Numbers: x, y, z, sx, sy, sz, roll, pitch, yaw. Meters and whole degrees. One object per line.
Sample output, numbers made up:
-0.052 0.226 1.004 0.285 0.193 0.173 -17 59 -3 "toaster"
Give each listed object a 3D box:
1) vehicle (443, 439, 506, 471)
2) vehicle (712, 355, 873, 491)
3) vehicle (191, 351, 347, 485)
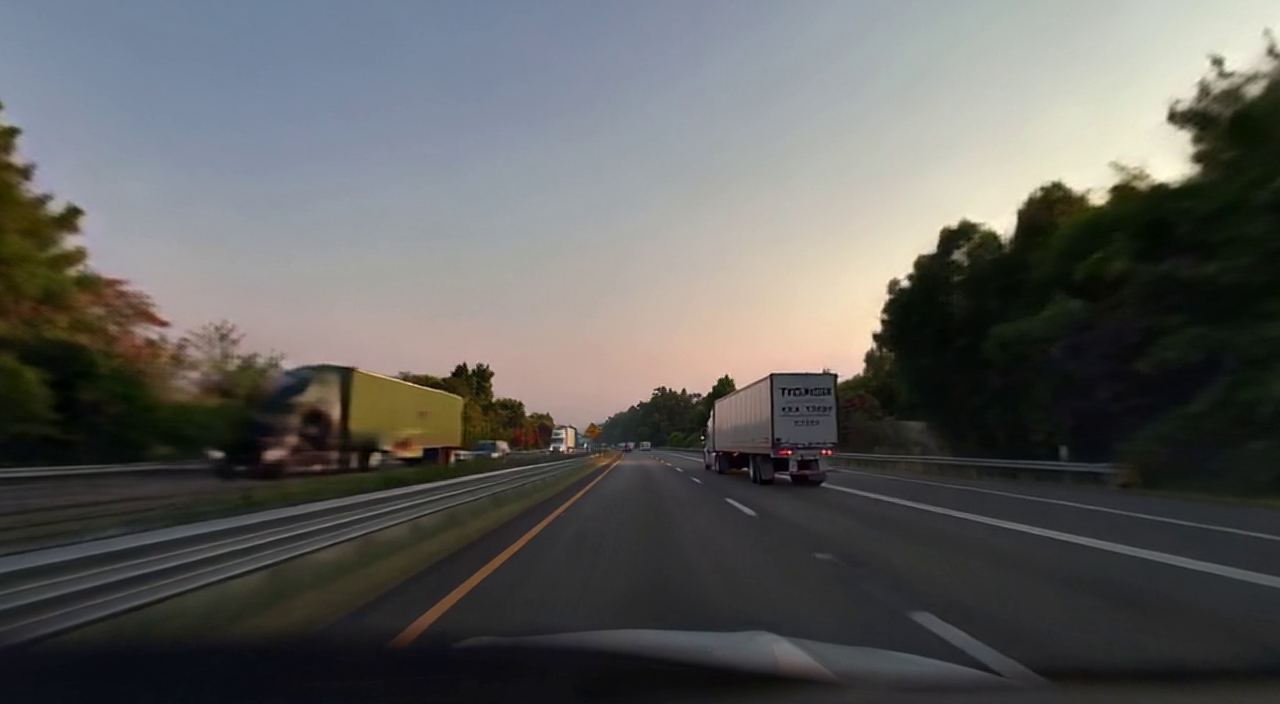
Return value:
-8.303 5.232 31.983 2.061 1.505 3.990 0 -9 0 "vehicle"
5.332 3.196 25.978 2.983 4.030 14.444 0 -9 0 "vehicle"
-11.831 2.161 20.372 3.293 4.054 2.389 0 -9 0 "vehicle"
